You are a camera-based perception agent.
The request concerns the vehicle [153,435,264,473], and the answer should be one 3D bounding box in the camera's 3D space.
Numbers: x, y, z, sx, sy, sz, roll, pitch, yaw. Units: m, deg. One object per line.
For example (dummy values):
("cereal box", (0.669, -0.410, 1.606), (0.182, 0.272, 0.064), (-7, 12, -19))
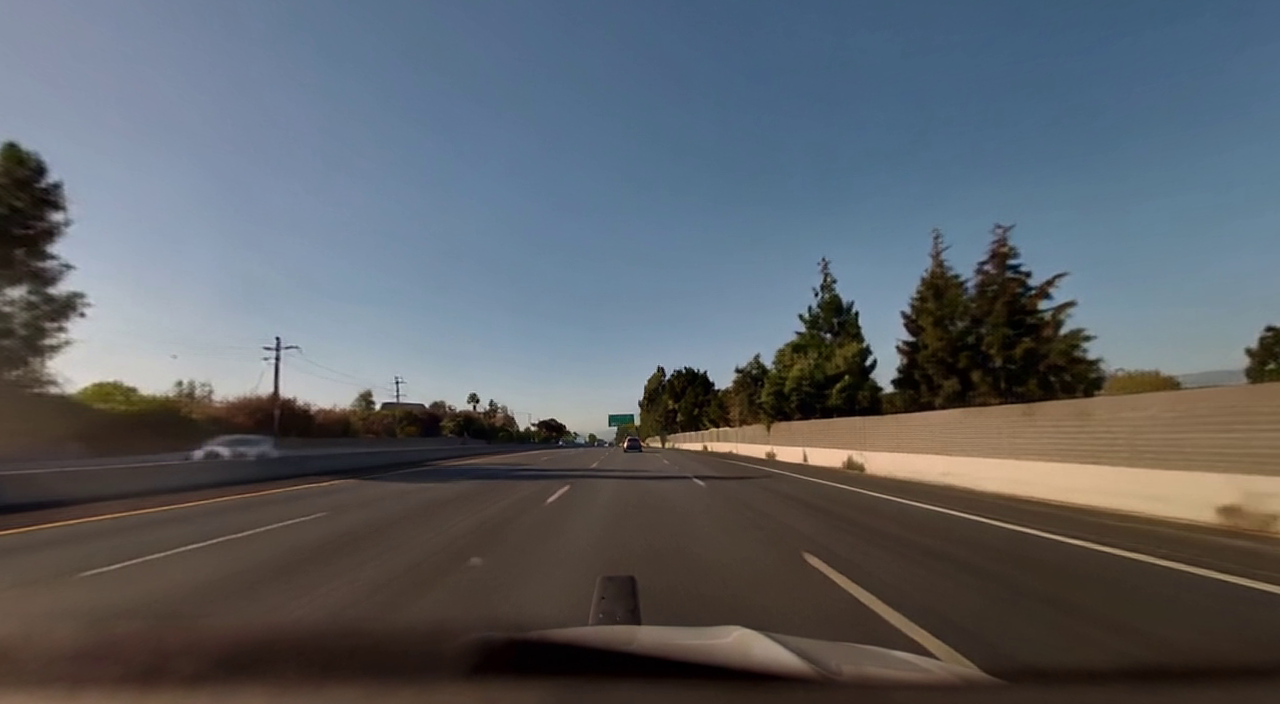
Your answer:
("vehicle", (-20.567, 4.845, 30.355), (1.954, 1.638, 4.797), (0, -8, -1))
